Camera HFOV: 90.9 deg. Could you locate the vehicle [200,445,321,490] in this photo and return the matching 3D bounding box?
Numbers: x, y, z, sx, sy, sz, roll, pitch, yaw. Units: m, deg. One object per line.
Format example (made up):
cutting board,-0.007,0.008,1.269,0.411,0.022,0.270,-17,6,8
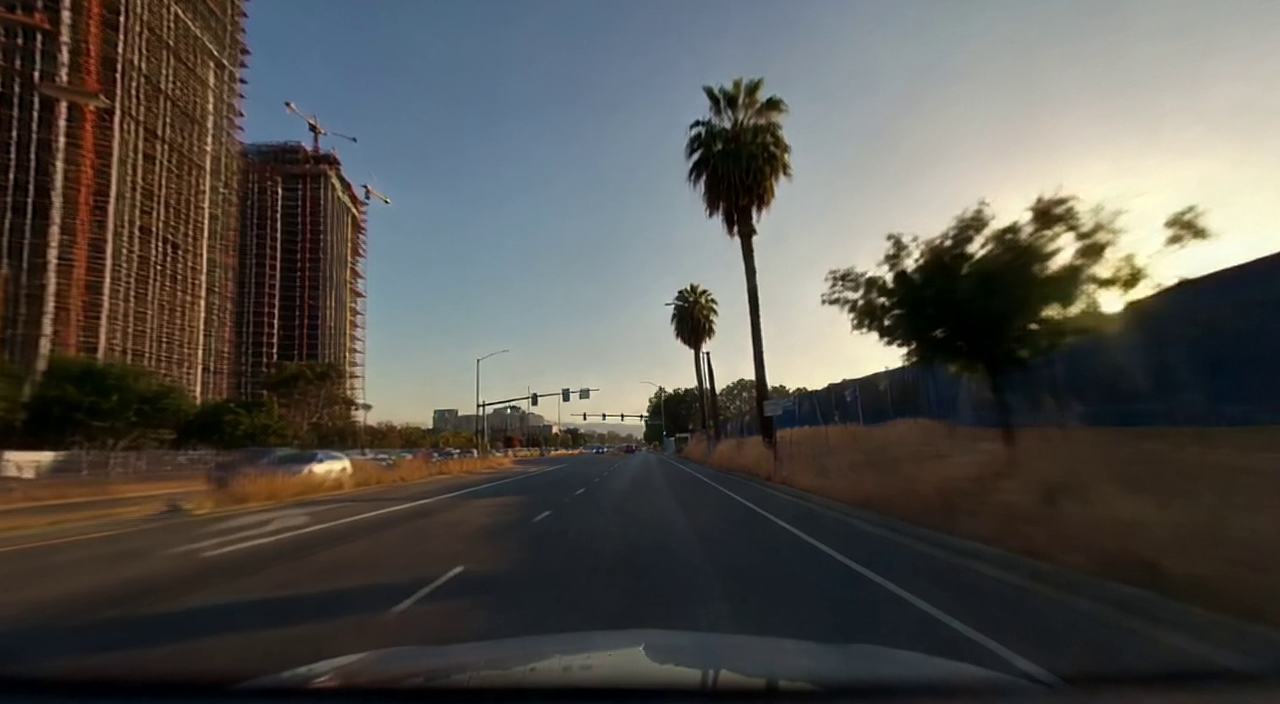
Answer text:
vehicle,-15.764,4.794,26.577,2.117,1.706,4.847,0,-9,-1
